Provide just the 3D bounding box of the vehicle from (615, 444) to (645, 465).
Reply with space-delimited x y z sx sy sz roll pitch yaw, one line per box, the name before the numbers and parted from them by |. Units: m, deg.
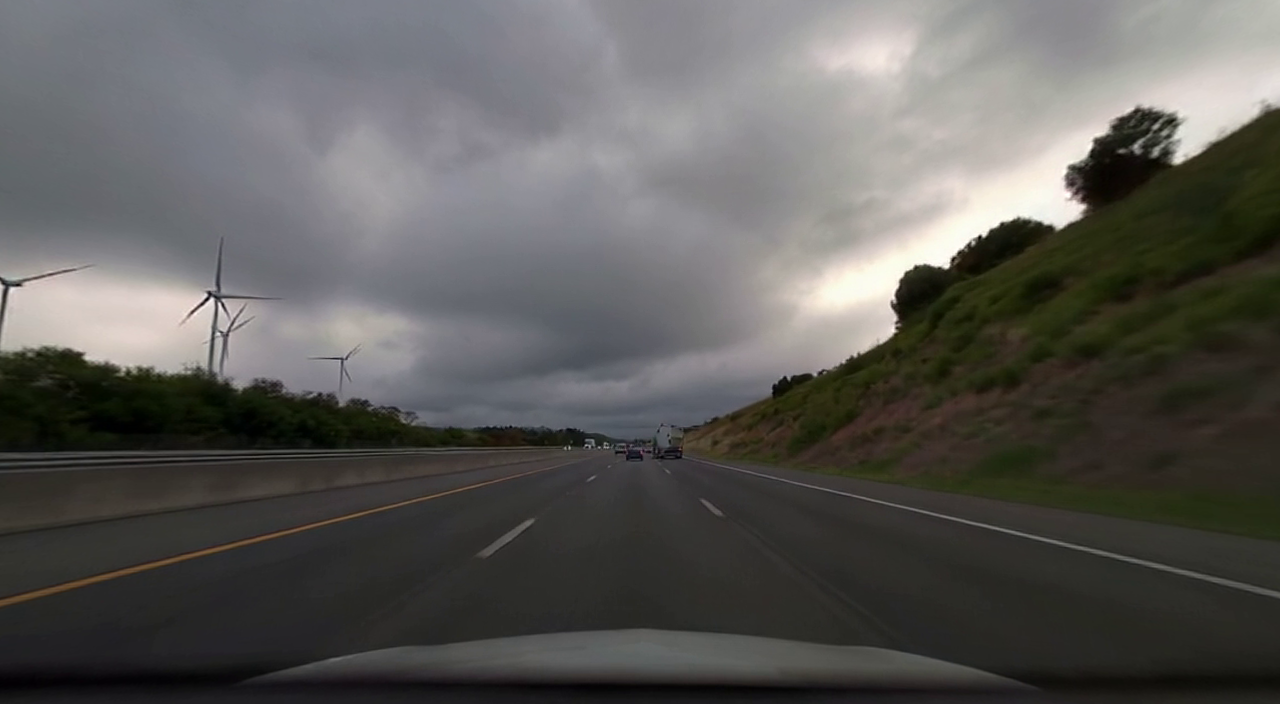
vehicle | -0.767 7.702 47.506 2.209 1.453 3.695 0 -9 -1
